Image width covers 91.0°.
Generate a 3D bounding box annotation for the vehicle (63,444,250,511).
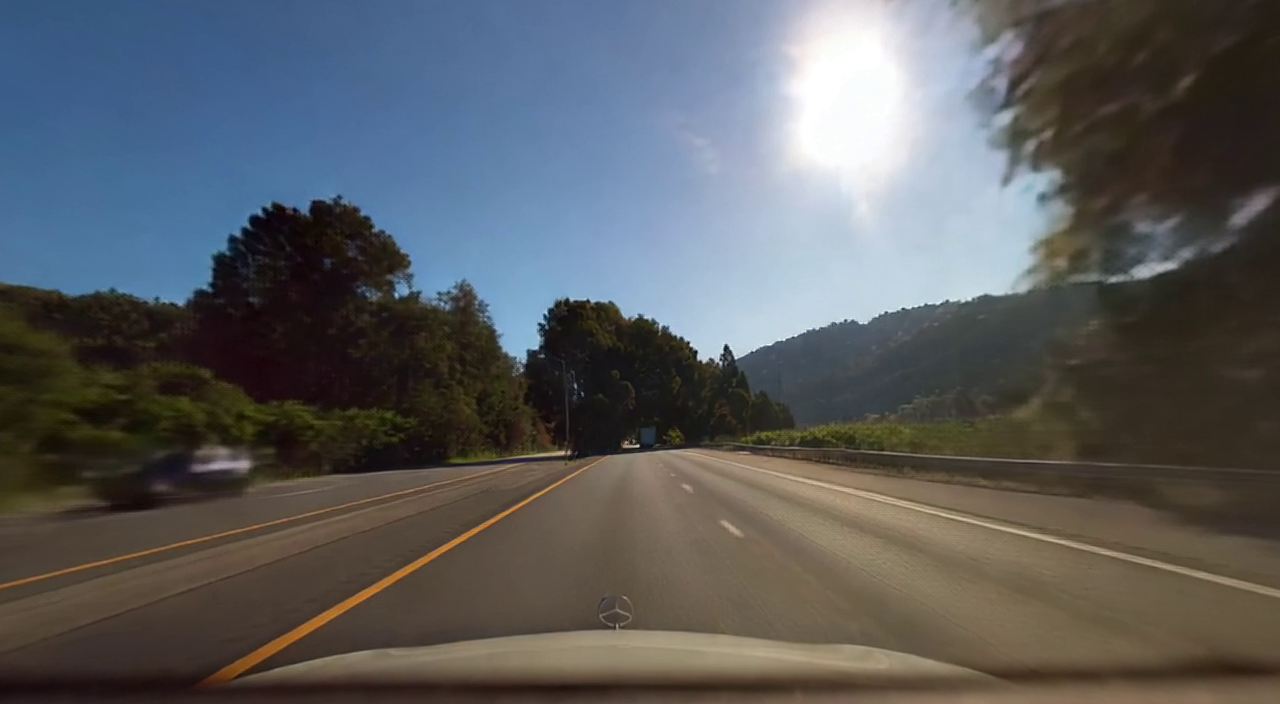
[{"bbox_3d":[-12.958,3.331,17.277,1.880,1.544,4.154,0,-8,-2],"label":"vehicle"}]
